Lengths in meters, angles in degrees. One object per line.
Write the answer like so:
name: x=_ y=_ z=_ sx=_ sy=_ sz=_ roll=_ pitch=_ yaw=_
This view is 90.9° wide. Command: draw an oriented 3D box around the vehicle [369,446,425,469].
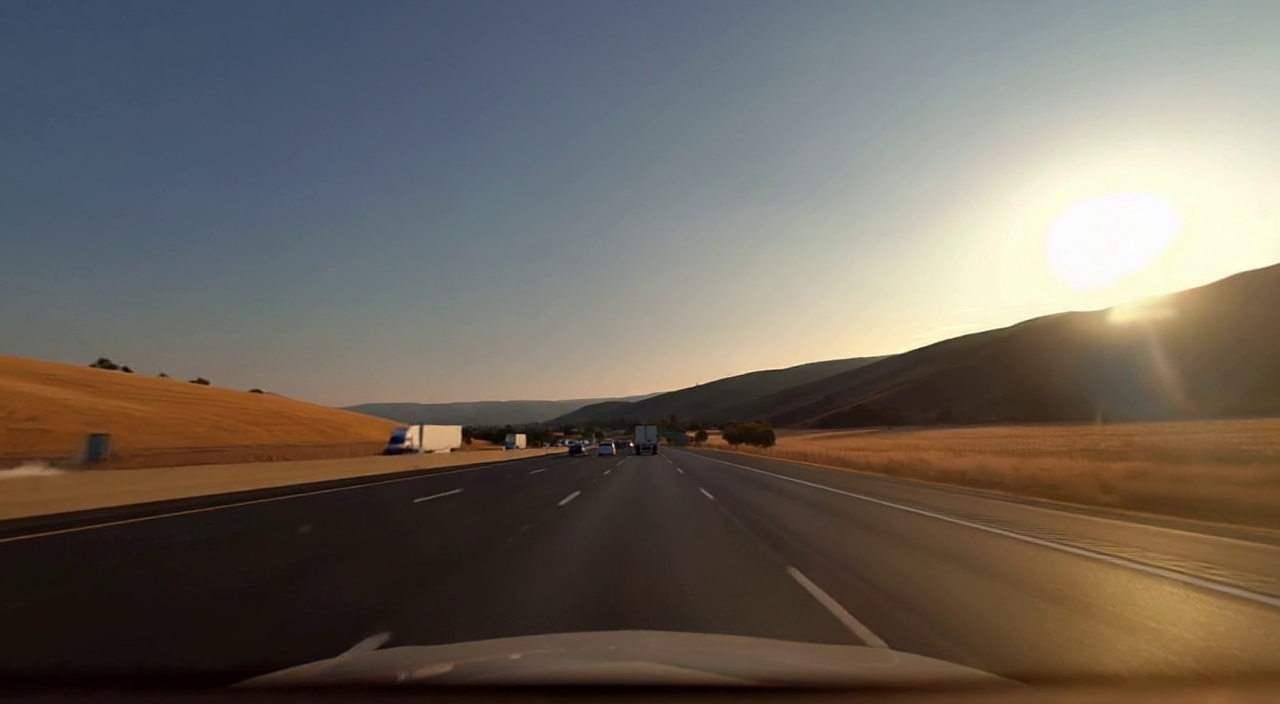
vehicle: x=-16.814 y=7.269 z=43.872 sx=1.918 sy=1.479 sz=4.792 roll=0 pitch=-8 yaw=1
